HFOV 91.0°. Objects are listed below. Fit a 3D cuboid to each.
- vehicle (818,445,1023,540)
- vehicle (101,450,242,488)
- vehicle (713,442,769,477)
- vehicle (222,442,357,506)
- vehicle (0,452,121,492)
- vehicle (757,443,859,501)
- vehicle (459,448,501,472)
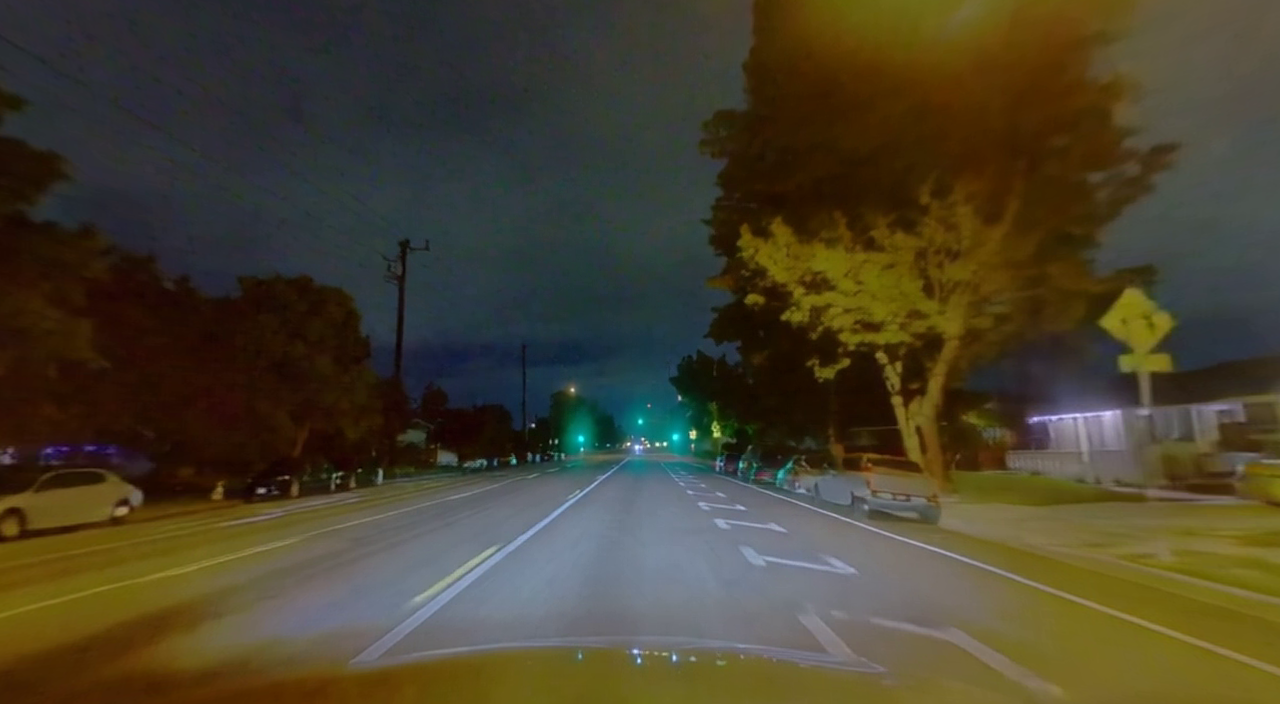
[{"bbox_3d":[5.048,2.542,12.118,1.924,1.471,4.259,0,-9,-1],"label":"vehicle"},{"bbox_3d":[-20.761,5.177,28.069,4.601,1.613,2.030,0,-9,-1],"label":"vehicle"},{"bbox_3d":[5.130,5.541,32.670,2.009,1.649,5.156,0,-9,0],"label":"vehicle"},{"bbox_3d":[-12.074,4.197,22.143,2.116,1.875,4.675,-3,-9,-1],"label":"vehicle"},{"bbox_3d":[-24.291,4.880,25.674,4.450,1.519,1.927,0,-9,0],"label":"vehicle"},{"bbox_3d":[4.953,3.578,19.233,1.978,1.529,4.357,0,-9,1],"label":"vehicle"},{"bbox_3d":[-12.030,8.185,47.584,1.907,1.612,4.594,-3,-10,1],"label":"vehicle"}]
